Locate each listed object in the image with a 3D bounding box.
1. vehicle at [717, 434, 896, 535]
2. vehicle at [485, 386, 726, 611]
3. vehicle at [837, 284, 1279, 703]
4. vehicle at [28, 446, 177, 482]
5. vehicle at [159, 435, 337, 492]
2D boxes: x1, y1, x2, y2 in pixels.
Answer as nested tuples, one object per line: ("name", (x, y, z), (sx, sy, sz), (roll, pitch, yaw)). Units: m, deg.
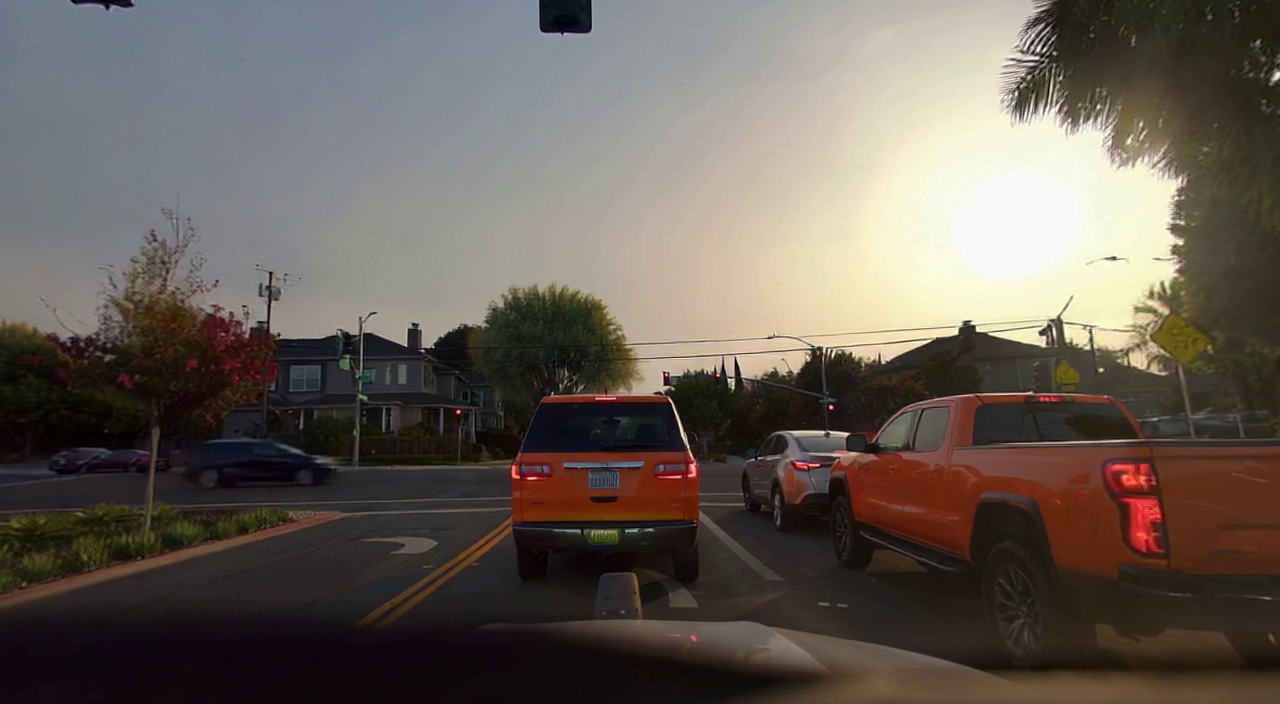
("vehicle", (2.719, 2.268, 11.537), (1.952, 1.465, 4.421), (0, -8, -1))
("vehicle", (-0.229, 1.411, 6.808), (1.915, 1.780, 3.379), (0, -8, 2))
("vehicle", (2.982, 0.972, 3.795), (1.886, 1.849, 5.070), (0, -8, -1))
("vehicle", (-22.899, 4.782, 27.079), (4.533, 1.350, 1.714), (0, -8, -9))
("vehicle", (-13.031, 3.714, 21.310), (4.635, 1.755, 1.882), (1, -8, -8))
